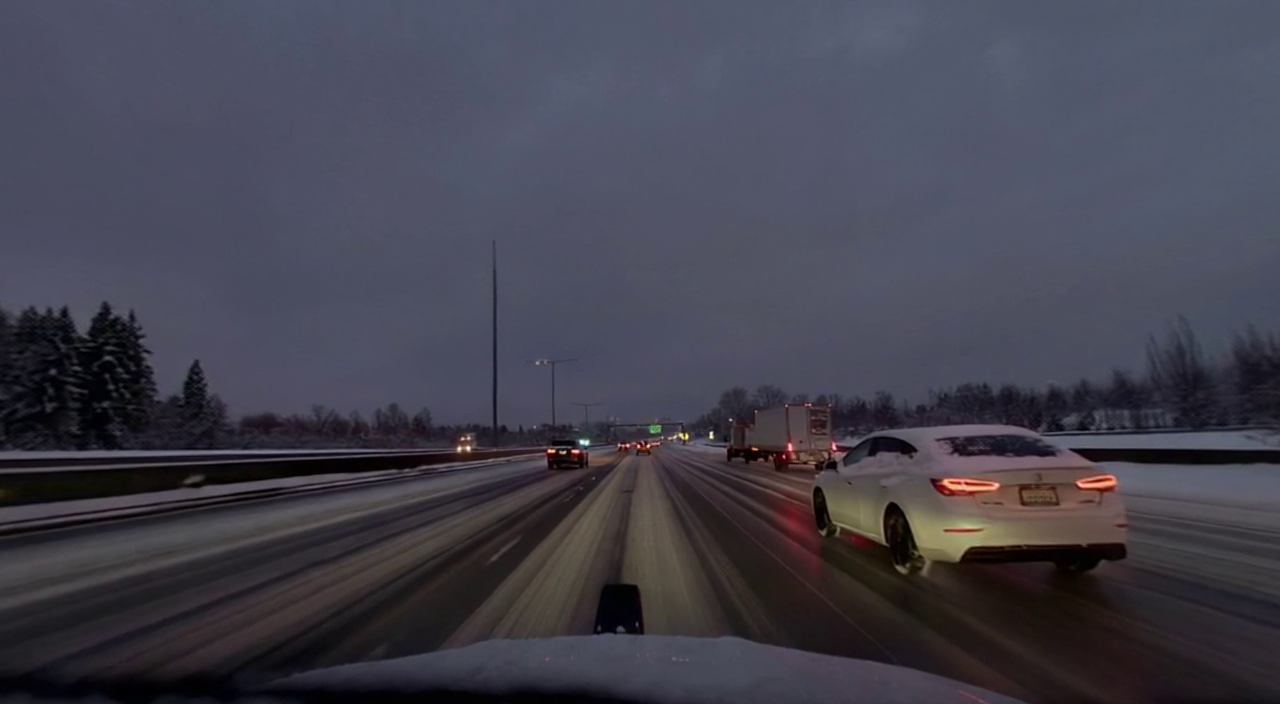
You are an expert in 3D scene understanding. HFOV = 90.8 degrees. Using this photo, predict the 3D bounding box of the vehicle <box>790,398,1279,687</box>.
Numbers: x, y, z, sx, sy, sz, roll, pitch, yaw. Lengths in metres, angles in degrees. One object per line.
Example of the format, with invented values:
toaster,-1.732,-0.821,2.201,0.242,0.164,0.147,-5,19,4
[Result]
vehicle,3.107,1.397,5.967,2.107,1.550,4.949,0,-8,-1

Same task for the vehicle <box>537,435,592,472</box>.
vehicle,-3.759,5.148,32.271,2.193,1.746,4.512,0,-8,1
